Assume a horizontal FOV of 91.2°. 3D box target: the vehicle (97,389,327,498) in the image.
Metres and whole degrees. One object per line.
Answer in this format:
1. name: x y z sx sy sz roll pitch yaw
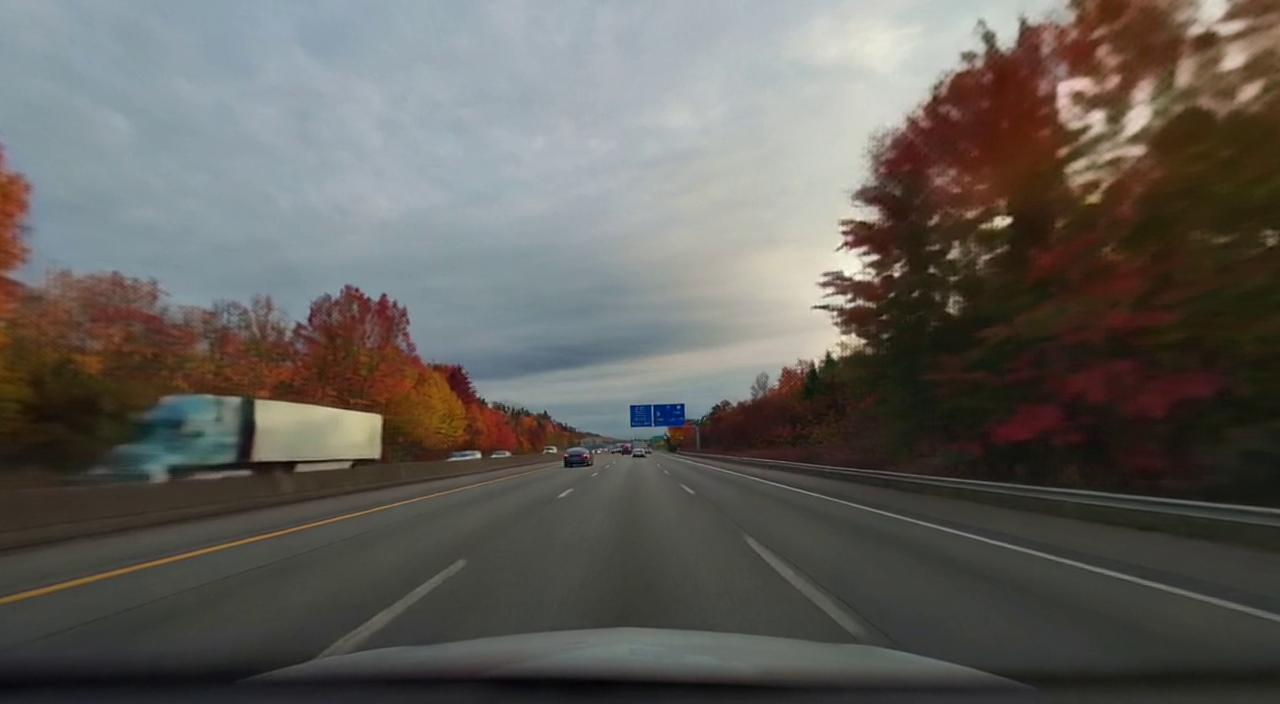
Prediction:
1. vehicle: -18.557 4.215 28.634 2.987 4.035 10.612 0 -9 0

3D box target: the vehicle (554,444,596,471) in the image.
1. vehicle: -4.040 6.649 39.788 2.153 1.577 4.707 0 -9 0

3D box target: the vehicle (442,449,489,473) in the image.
1. vehicle: -11.421 7.140 41.181 1.859 1.504 4.035 0 -9 1
